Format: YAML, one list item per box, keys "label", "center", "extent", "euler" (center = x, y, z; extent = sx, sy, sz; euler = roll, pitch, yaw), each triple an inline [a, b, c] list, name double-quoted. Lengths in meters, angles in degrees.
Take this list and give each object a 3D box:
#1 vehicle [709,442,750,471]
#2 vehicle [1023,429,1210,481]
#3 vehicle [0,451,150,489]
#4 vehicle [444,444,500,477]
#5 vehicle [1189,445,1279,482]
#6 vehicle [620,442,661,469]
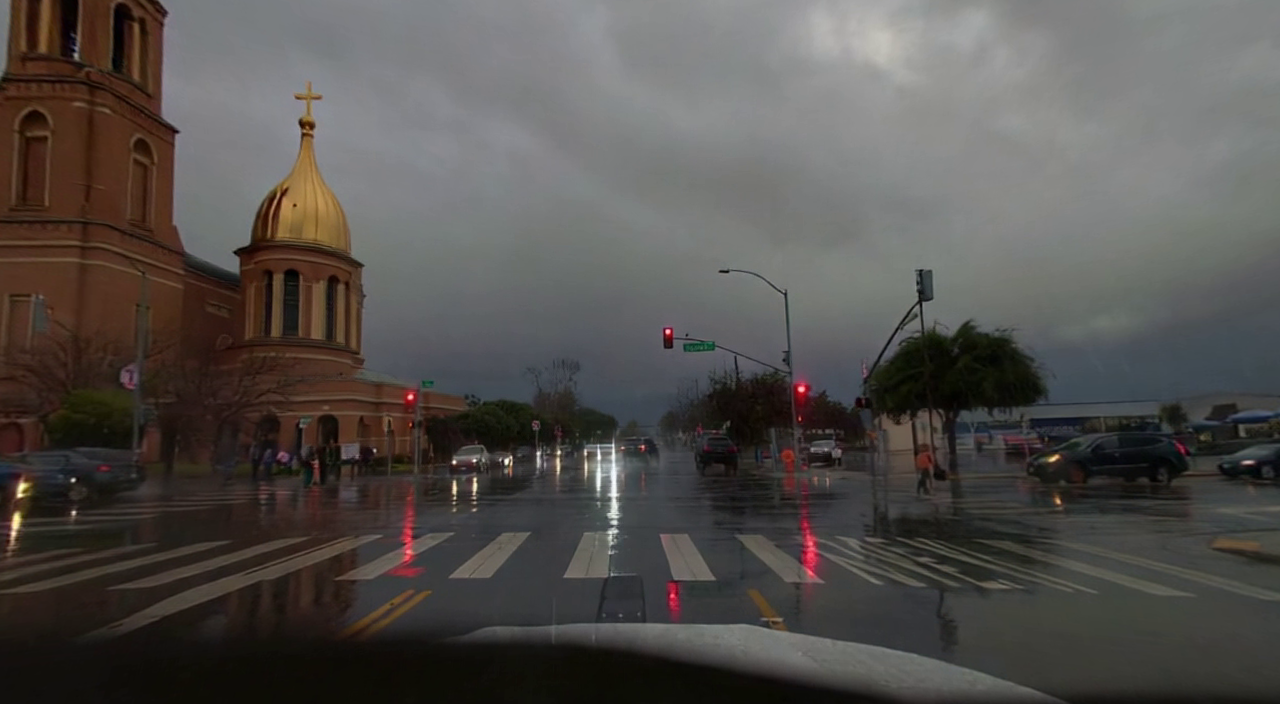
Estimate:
- label: "vehicle"
  center: [5.826, 6.859, 41.508]
  extent: [1.969, 1.776, 4.329]
  euler: [0, -8, -2]
- label: "vehicle"
  center: [19.865, 4.305, 26.579]
  extent: [5.852, 2.057, 2.361]
  euler: [0, -8, 0]
- label: "vehicle"
  center: [-23.363, 4.867, 26.219]
  extent: [4.479, 1.476, 1.873]
  euler: [0, -8, 1]
- label: "vehicle"
  center: [-10.237, 6.614, 38.950]
  extent: [2.076, 1.876, 4.669]
  euler: [0, -8, 1]
- label: "vehicle"
  center: [26.378, 4.680, 26.679]
  extent: [4.561, 1.475, 1.850]
  euler: [0, -8, 0]
- label: "vehicle"
  center: [0.085, 6.992, 42.976]
  extent: [2.051, 1.724, 4.567]
  euler: [-1, -9, 9]
